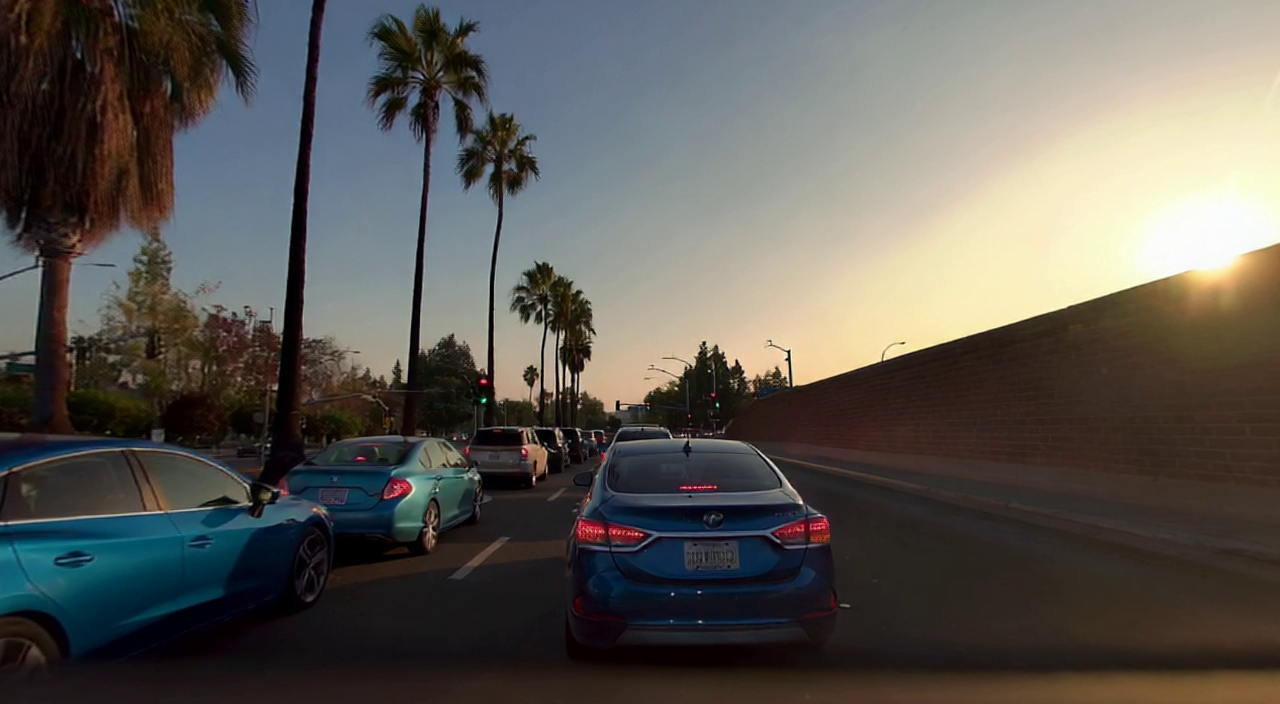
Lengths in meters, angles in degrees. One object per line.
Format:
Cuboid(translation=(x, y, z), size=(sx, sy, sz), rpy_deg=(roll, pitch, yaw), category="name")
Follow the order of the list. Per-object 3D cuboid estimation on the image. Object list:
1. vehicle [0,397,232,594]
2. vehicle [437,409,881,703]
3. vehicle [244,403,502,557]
Cuboid(translation=(-6.671, 1.398, 6.411), size=(1.963, 1.721, 4.662), rpy_deg=(0, -8, -2), category="vehicle")
Cuboid(translation=(0.043, 1.335, 5.219), size=(2.128, 1.473, 4.272), rpy_deg=(0, -8, -1), category="vehicle")
Cuboid(translation=(-3.513, 1.772, 9.306), size=(2.055, 1.746, 4.136), rpy_deg=(0, -8, -1), category="vehicle")
